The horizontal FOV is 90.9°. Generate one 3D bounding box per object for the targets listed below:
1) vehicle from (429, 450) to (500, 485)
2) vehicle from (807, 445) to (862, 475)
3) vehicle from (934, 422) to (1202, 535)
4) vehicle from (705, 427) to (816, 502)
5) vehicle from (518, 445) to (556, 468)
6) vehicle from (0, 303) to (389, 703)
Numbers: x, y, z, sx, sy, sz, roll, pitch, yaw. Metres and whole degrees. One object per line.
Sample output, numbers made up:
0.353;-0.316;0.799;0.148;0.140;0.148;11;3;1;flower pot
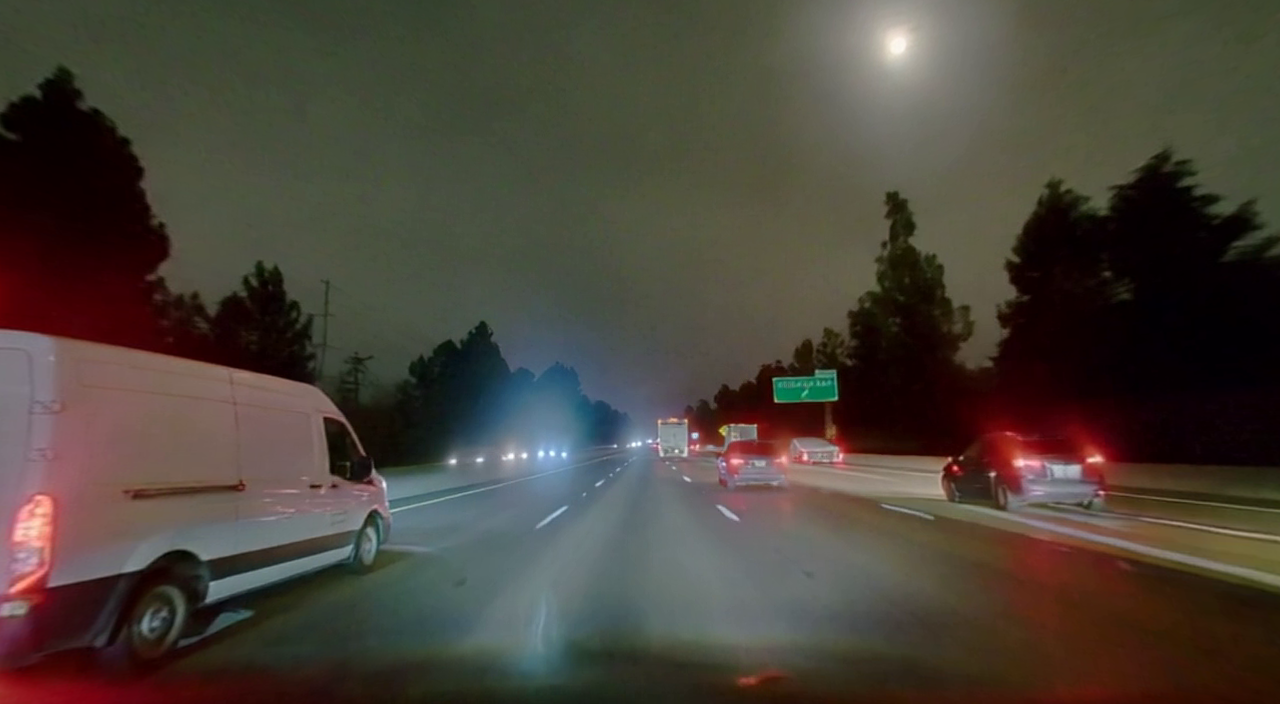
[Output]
-8.024;5.294;29.248;1.911;1.440;4.514;0;-8;1;vehicle
10.174;5.655;33.281;1.827;1.493;3.919;0;-8;3;vehicle
7.507;2.235;11.757;1.976;1.703;4.288;0;-8;0;vehicle
3.295;3.187;18.308;2.209;1.862;4.717;0;-8;-1;vehicle
-7.662;7.805;47.368;2.012;1.669;4.599;0;-8;2;vehicle
-3.722;0.926;3.710;2.159;1.922;5.345;0;-8;1;vehicle
